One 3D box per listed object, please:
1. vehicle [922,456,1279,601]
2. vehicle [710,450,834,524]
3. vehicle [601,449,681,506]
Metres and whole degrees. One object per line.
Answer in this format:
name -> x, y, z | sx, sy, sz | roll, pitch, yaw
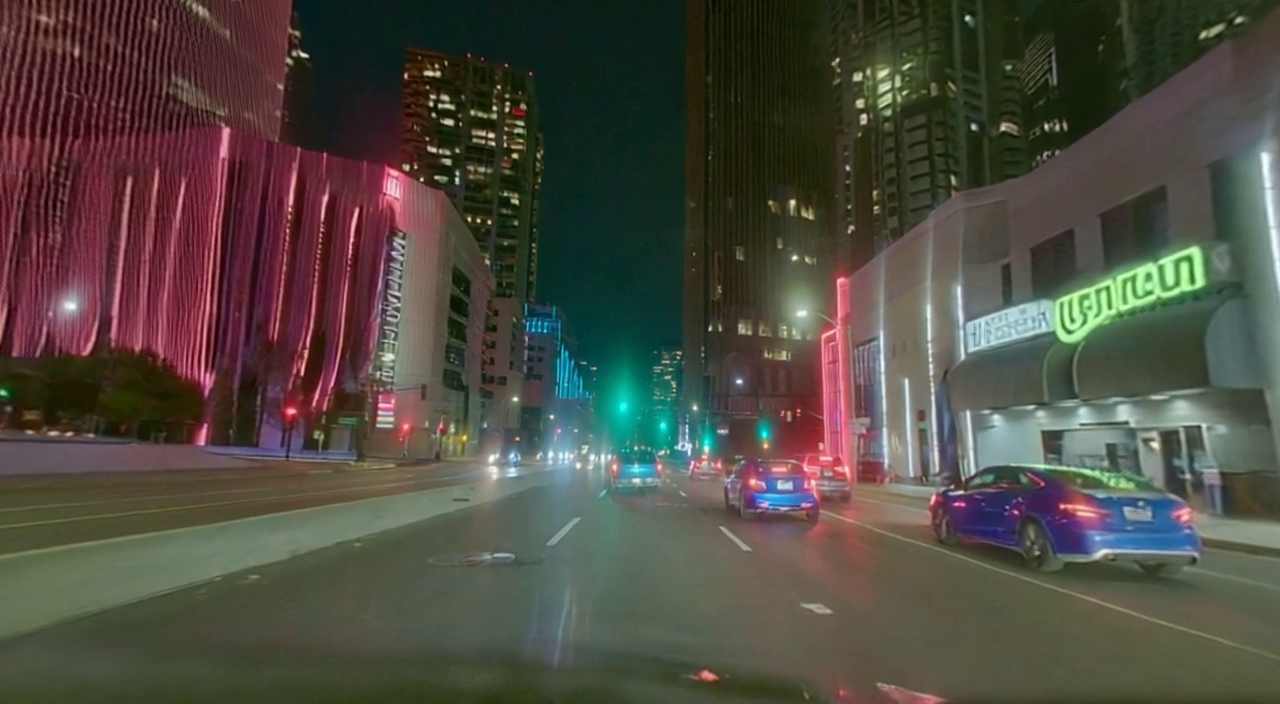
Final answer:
vehicle -> 6.145, 2.288, 9.167 | 1.914, 1.484, 4.639 | 1, -9, -1
vehicle -> 2.987, 3.156, 15.335 | 1.987, 1.484, 4.427 | 1, -9, -1
vehicle -> 0.019, 3.644, 18.758 | 2.096, 1.457, 4.160 | 1, -9, 0
